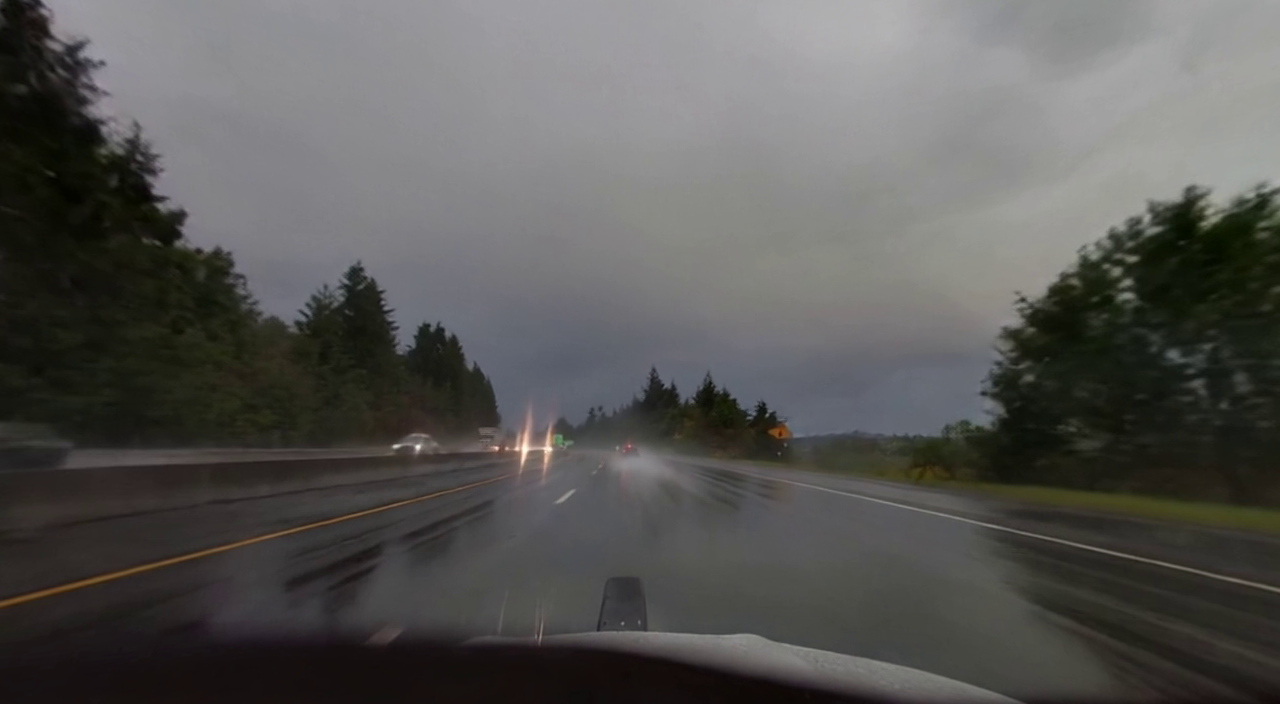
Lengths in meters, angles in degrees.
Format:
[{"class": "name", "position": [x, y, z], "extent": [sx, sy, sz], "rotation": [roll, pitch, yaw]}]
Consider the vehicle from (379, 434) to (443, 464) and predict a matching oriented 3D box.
[{"class": "vehicle", "position": [-12.941, 5.530, 35.921], "extent": [1.995, 1.588, 4.680], "rotation": [0, -9, -2]}]
